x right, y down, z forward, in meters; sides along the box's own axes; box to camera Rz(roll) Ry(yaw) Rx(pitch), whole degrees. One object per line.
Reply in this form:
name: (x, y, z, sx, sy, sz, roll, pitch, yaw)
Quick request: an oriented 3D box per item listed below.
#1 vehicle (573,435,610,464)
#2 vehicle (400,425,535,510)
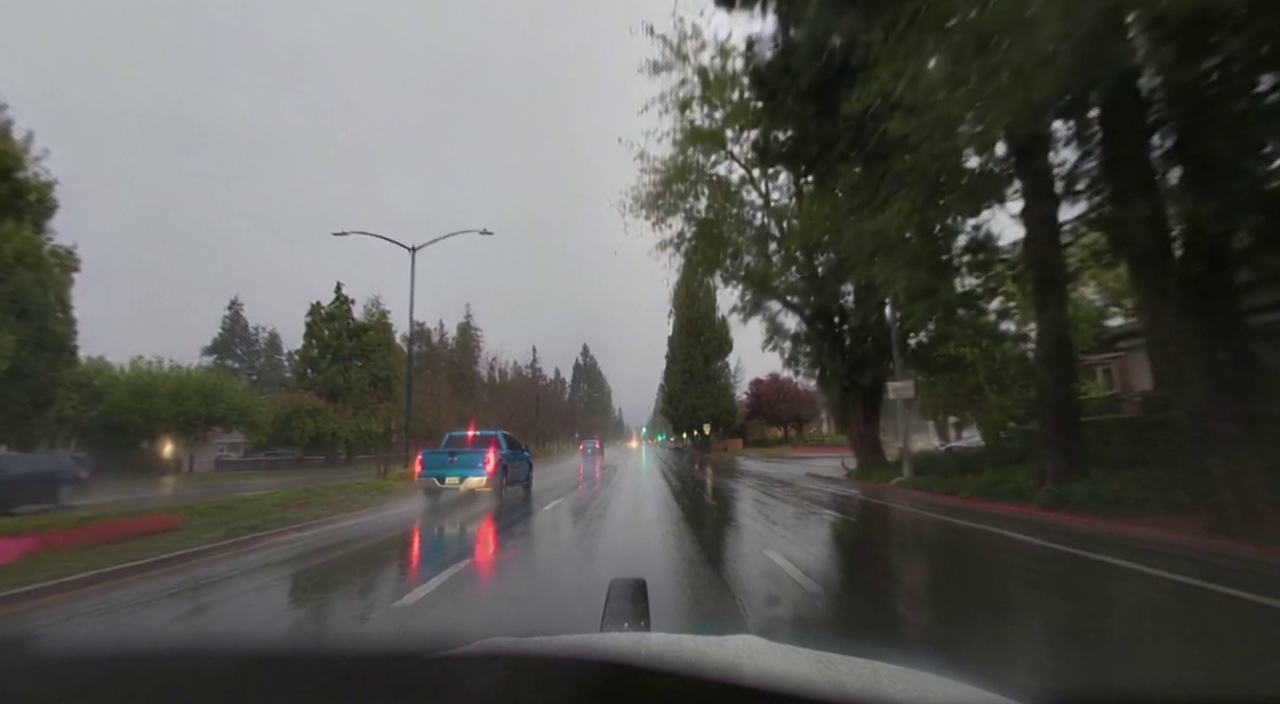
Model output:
vehicle: (-3.480, 7.075, 45.905, 2.230, 1.987, 4.385, -1, -8, 1)
vehicle: (-4.036, 2.788, 15.685, 2.002, 1.747, 4.728, 0, -8, 0)
